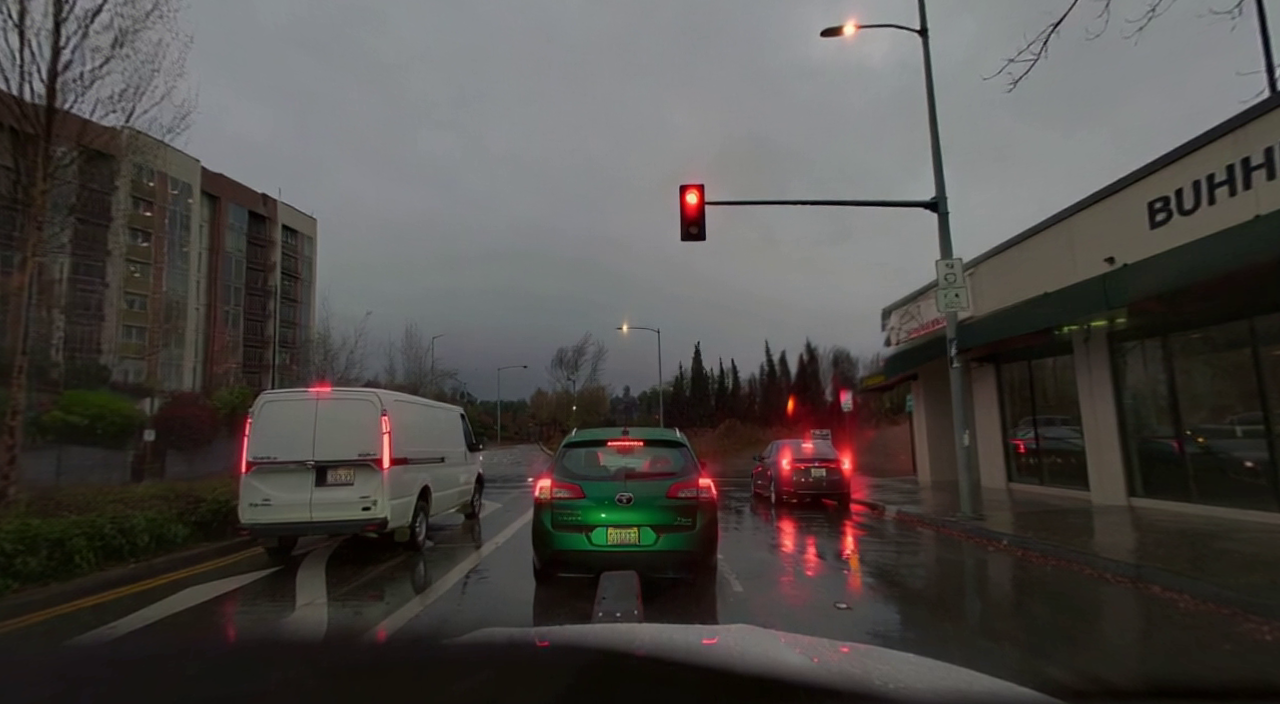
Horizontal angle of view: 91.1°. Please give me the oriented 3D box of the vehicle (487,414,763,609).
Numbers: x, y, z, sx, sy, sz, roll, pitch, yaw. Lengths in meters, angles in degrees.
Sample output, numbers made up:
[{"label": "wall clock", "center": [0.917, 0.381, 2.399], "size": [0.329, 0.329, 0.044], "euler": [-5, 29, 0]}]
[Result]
[{"label": "vehicle", "center": [-0.116, 1.466, 6.762], "size": [2.064, 1.452, 3.942], "euler": [0, -8, 0]}]

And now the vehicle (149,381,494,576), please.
[{"label": "vehicle", "center": [-3.583, 1.524, 8.522], "size": [2.076, 1.820, 5.100], "euler": [0, -8, -1]}]
